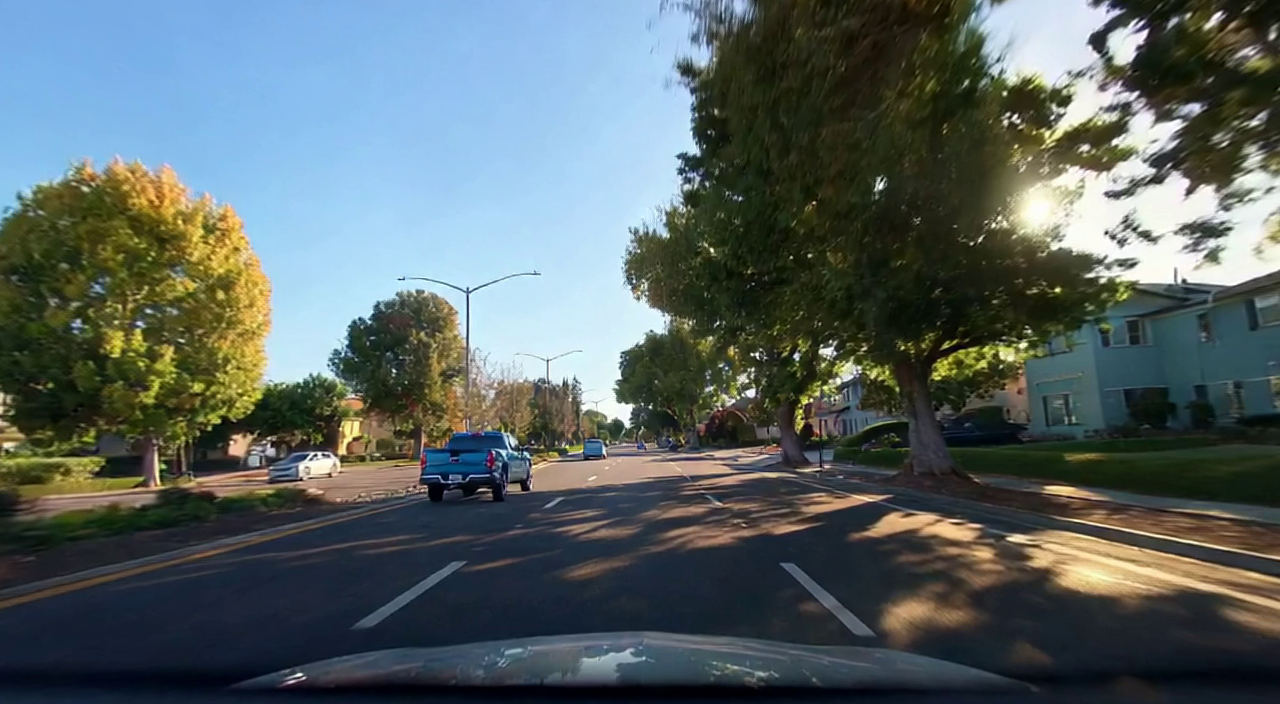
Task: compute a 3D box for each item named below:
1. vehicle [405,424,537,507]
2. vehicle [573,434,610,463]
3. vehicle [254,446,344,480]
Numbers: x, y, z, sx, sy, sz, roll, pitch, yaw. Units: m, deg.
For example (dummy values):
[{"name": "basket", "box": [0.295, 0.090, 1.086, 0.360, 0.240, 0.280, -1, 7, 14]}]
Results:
[{"name": "vehicle", "box": [-3.991, 2.778, 15.866, 2.002, 1.747, 4.728, 0, -8, 0]}, {"name": "vehicle", "box": [-3.458, 6.978, 45.583, 2.230, 1.987, 4.385, 0, -8, 1]}, {"name": "vehicle", "box": [-20.780, 6.748, 38.770, 2.222, 1.888, 5.772, 0, -8, 1]}]
